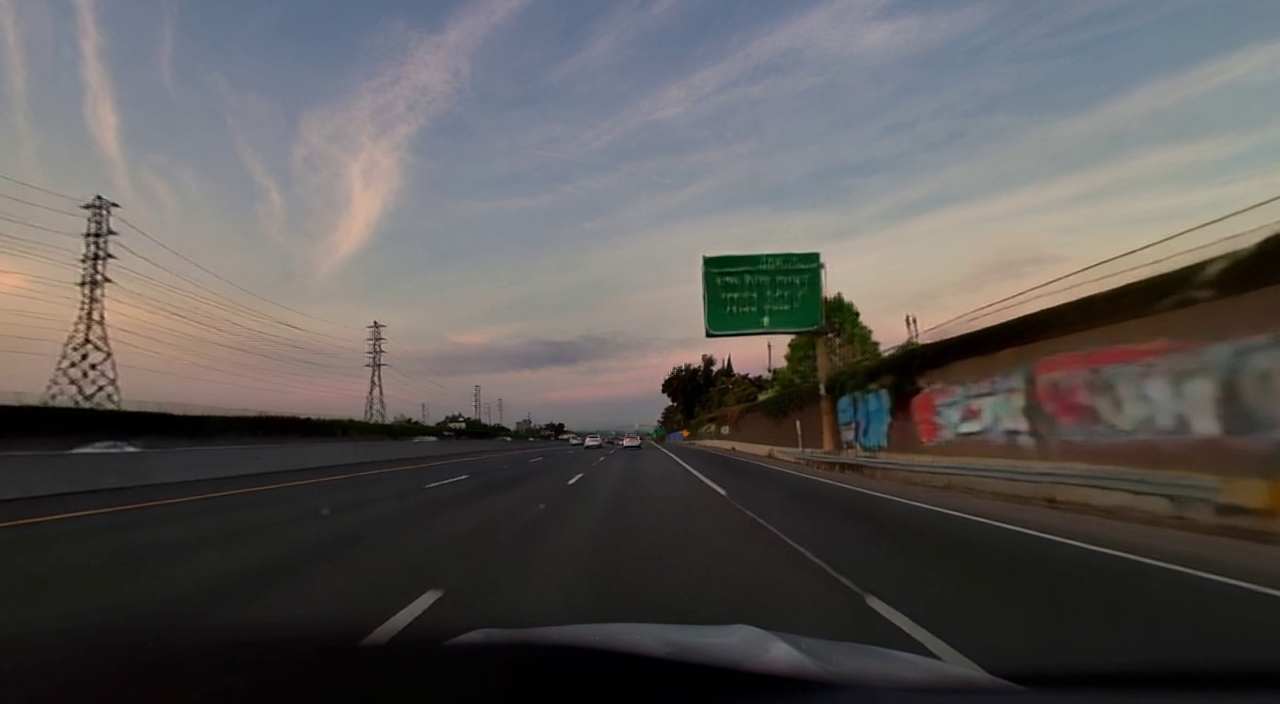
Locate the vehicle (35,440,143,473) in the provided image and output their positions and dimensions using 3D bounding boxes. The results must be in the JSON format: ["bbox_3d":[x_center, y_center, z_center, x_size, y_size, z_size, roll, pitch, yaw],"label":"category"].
[{"bbox_3d":[-27.910,5.276,32.106,1.832,1.541,4.111,1,-7,-2],"label":"vehicle"}]
